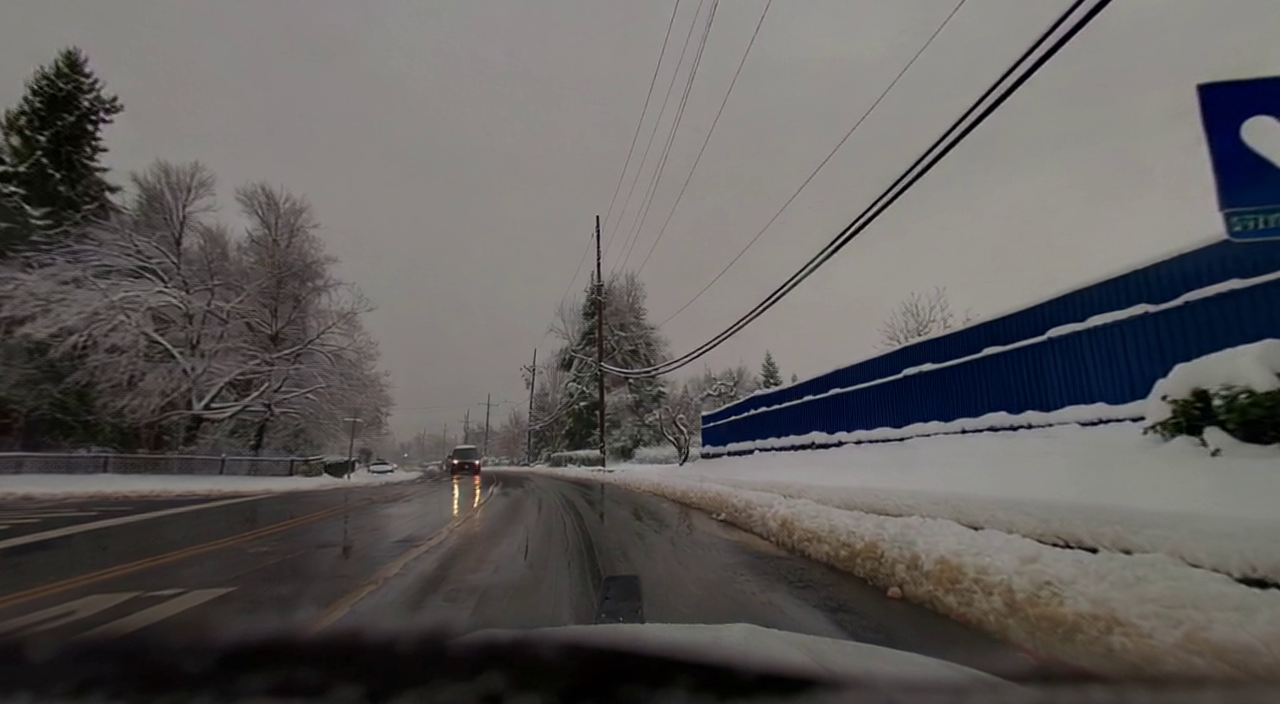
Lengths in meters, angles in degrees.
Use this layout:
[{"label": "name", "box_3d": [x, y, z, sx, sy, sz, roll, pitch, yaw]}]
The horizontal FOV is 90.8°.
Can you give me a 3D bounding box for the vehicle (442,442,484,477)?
[{"label": "vehicle", "box_3d": [-10.558, 6.343, 37.534, 2.185, 1.901, 4.177, 2, -9, -17]}]
